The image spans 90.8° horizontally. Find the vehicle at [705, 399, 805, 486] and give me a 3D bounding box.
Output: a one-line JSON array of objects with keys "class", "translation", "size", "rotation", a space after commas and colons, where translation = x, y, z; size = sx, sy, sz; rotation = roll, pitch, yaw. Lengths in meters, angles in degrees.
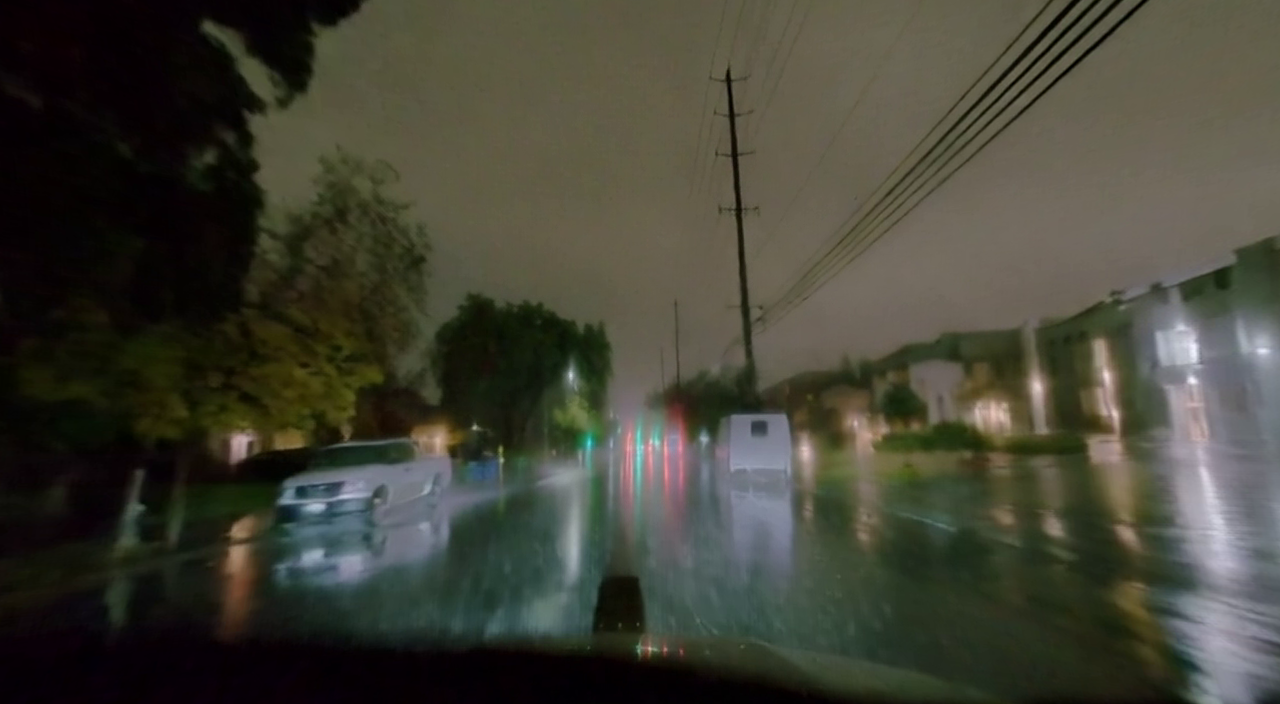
[{"class": "vehicle", "translation": [4.041, 3.375, 23.516], "size": [2.384, 2.791, 5.899], "rotation": [0, -8, -2]}]

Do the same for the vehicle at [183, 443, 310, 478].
[{"class": "vehicle", "translation": [-19.984, 5.504, 32.374], "size": [5.310, 1.547, 1.820], "rotation": [3, -9, -27]}]

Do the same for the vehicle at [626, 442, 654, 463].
[{"class": "vehicle", "translation": [-0.036, 7.778, 48.984], "size": [2.062, 1.509, 4.305], "rotation": [-1, -8, -1]}]

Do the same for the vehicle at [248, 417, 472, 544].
[{"class": "vehicle", "translation": [-5.845, 2.644, 14.341], "size": [2.284, 2.119, 5.984], "rotation": [-4, -7, 1]}]
